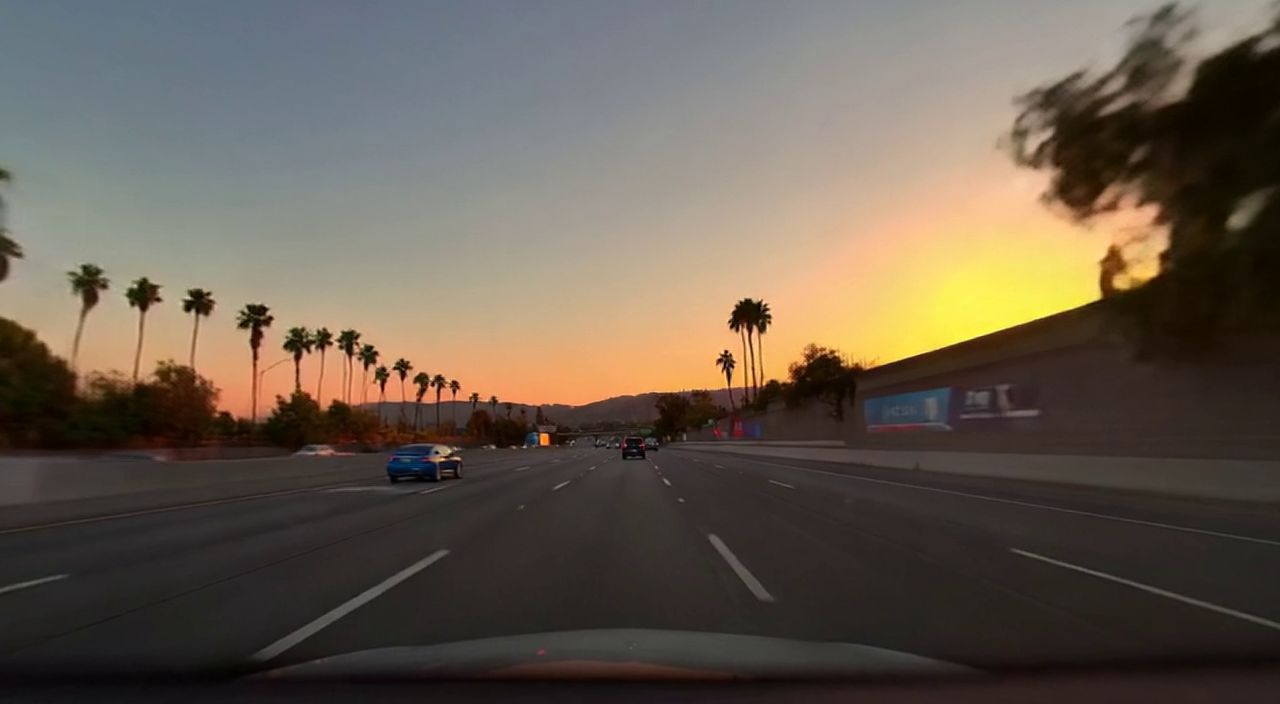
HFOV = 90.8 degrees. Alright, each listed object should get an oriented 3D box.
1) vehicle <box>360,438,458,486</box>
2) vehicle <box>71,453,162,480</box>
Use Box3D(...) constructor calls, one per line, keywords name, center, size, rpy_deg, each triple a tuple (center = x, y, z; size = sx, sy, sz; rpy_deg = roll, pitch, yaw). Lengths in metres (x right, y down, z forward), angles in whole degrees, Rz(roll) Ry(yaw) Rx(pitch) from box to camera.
Box3D(name="vehicle", center=(-8.393, 4.030, 23.441), size=(1.971, 1.552, 4.465), rpy_deg=(0, -9, 0))
Box3D(name="vehicle", center=(-30.076, 6.585, 36.453), size=(1.852, 1.420, 3.963), rpy_deg=(0, -9, -1))
